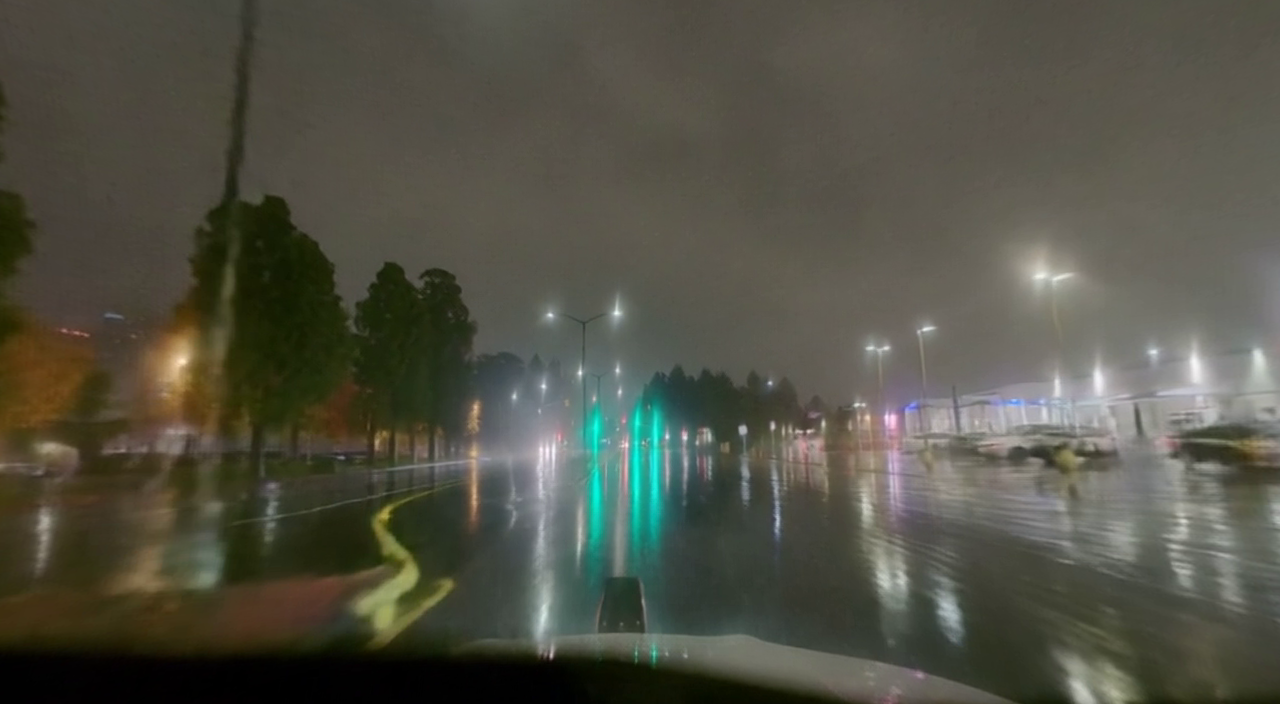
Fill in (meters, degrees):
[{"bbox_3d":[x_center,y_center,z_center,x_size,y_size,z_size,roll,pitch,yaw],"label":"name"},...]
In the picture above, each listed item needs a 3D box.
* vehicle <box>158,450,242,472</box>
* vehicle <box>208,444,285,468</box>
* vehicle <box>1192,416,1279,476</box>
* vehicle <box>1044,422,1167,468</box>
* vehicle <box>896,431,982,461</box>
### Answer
[{"bbox_3d":[-30.337,7.525,43.613,4.401,1.460,1.825,0,-8,-1],"label":"vehicle"},{"bbox_3d":[-30.236,8.018,48.619,4.528,1.695,1.945,-1,-9,-3],"label":"vehicle"},{"bbox_3d":[18.941,2.838,19.088,4.515,1.606,1.910,5,-10,-30],"label":"vehicle"},{"bbox_3d":[18.284,3.652,24.798,4.493,1.632,1.985,4,-10,-28],"label":"vehicle"},{"bbox_3d":[17.584,5.502,37.115,4.638,1.648,1.887,4,-9,-24],"label":"vehicle"}]
